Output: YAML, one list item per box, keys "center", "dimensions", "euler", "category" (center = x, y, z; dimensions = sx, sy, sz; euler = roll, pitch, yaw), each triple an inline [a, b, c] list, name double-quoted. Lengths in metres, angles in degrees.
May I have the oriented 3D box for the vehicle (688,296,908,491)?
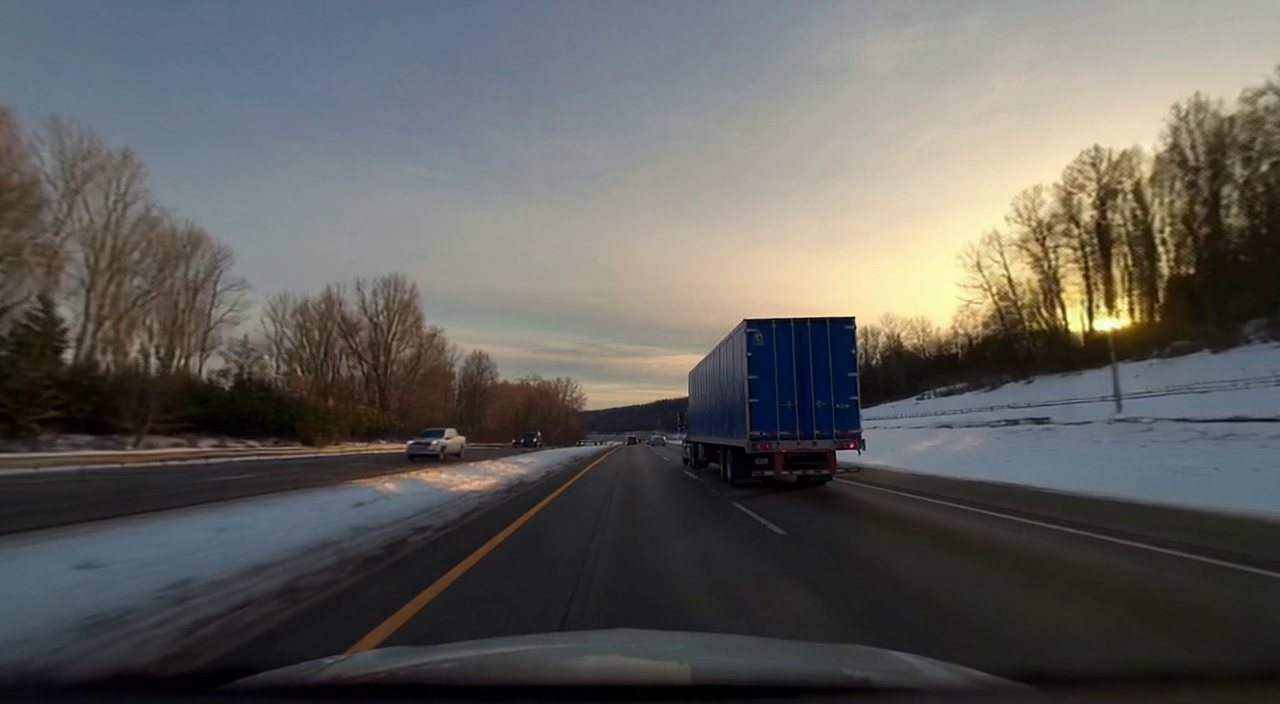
- center: [4.064, 2.014, 22.247]
  dimensions: [3.203, 4.273, 17.131]
  euler: [0, -8, -1]
  category: "vehicle"
